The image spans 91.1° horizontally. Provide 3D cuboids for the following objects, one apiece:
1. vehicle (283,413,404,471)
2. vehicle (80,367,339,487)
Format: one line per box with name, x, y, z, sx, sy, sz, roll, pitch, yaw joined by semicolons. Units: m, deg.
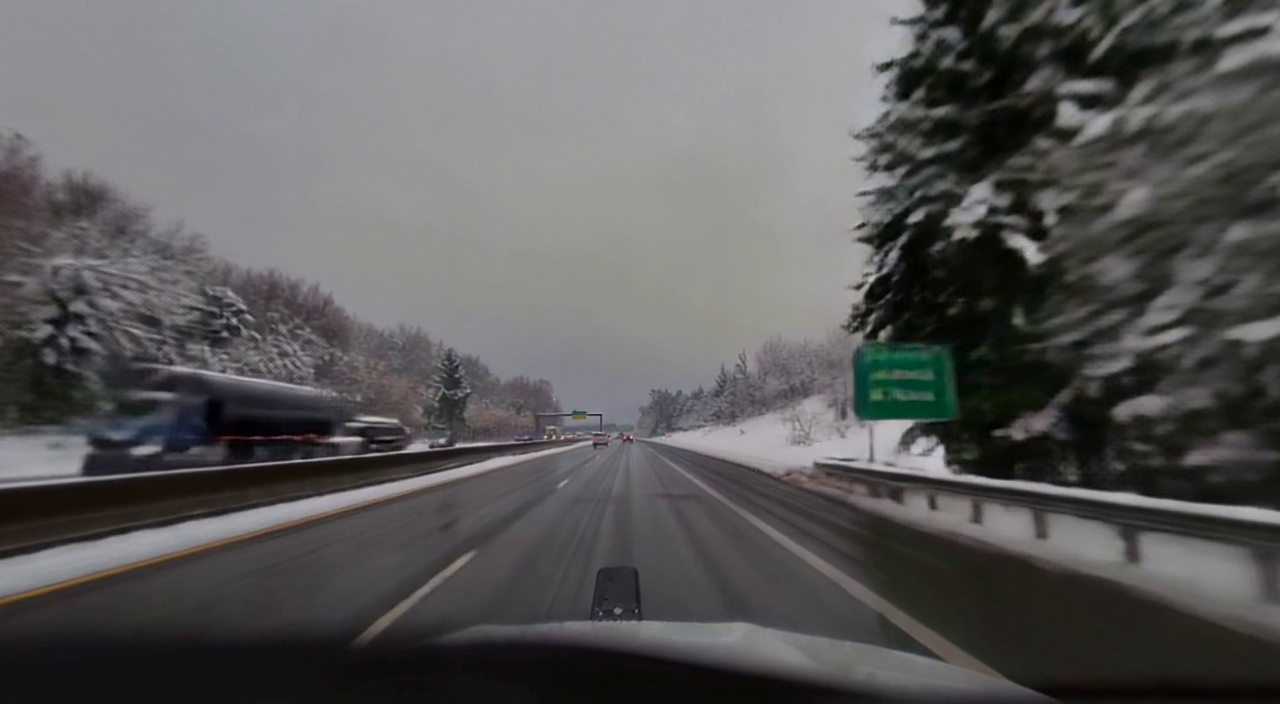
vehicle;-15.970;4.927;34.686;2.695;2.761;8.265;0;-8;-1
vehicle;-15.770;3.006;24.607;3.002;3.700;10.158;0;-8;-1
